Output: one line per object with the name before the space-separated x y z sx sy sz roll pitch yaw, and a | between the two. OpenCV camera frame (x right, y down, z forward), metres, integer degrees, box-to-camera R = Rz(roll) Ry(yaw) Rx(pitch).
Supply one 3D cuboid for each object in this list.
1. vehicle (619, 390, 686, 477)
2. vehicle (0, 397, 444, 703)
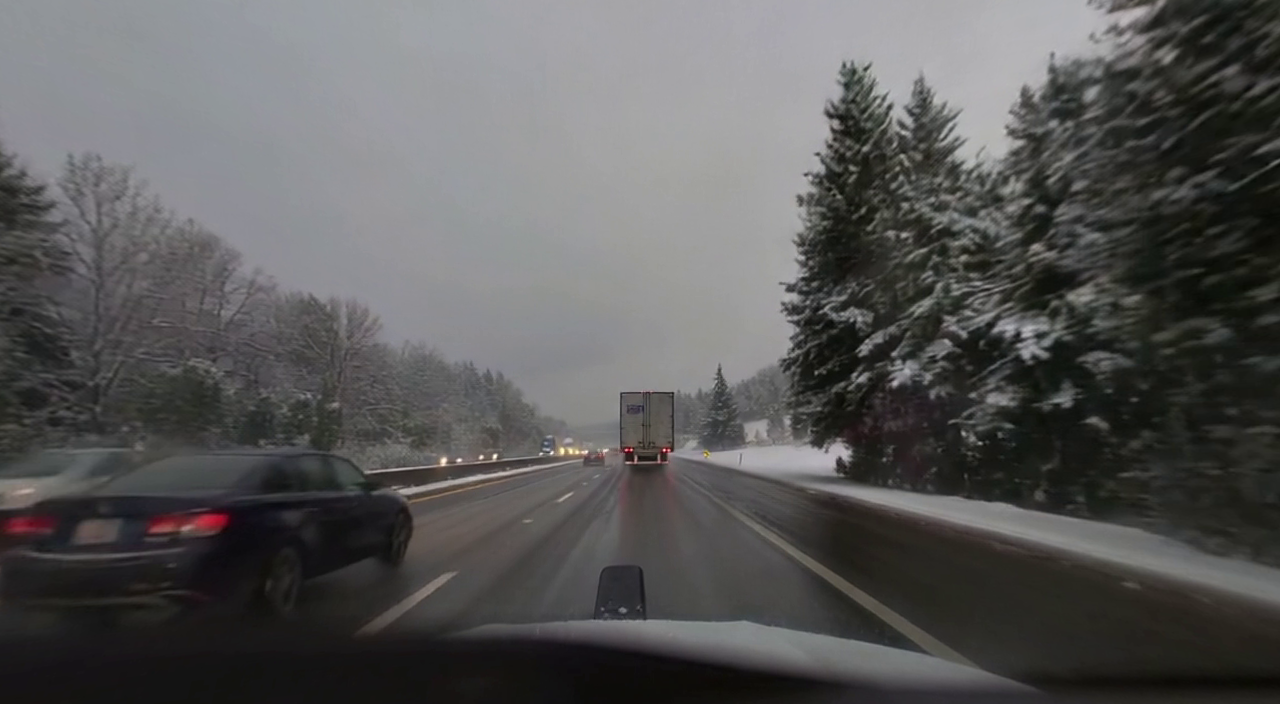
vehicle | 0.482 4.395 32.948 2.959 3.828 9.617 0 -9 -1
vehicle | -3.568 1.391 5.517 2.074 1.546 4.946 0 -9 0
